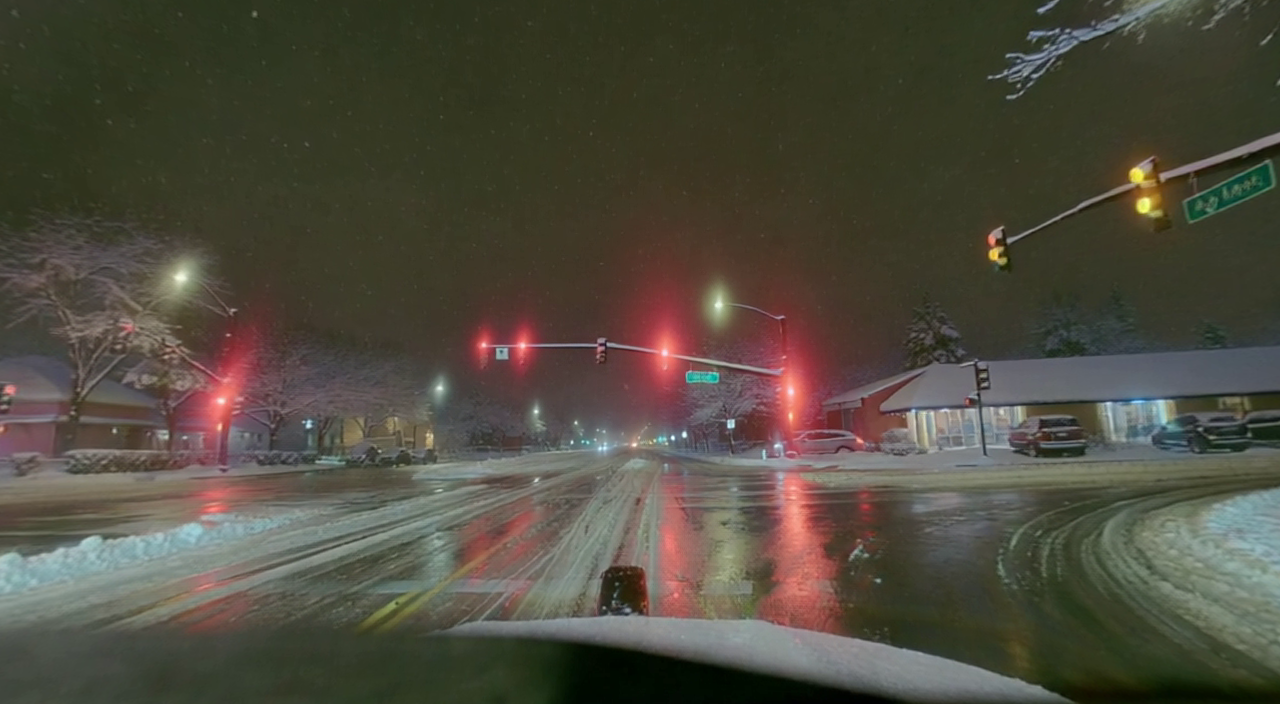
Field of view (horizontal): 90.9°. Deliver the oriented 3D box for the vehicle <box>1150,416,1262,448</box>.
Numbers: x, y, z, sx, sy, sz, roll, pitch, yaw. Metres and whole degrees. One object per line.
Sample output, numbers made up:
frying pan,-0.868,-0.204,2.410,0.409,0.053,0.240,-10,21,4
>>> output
vehicle,28.278,4.067,31.712,1.799,1.459,4.266,-1,-8,3
